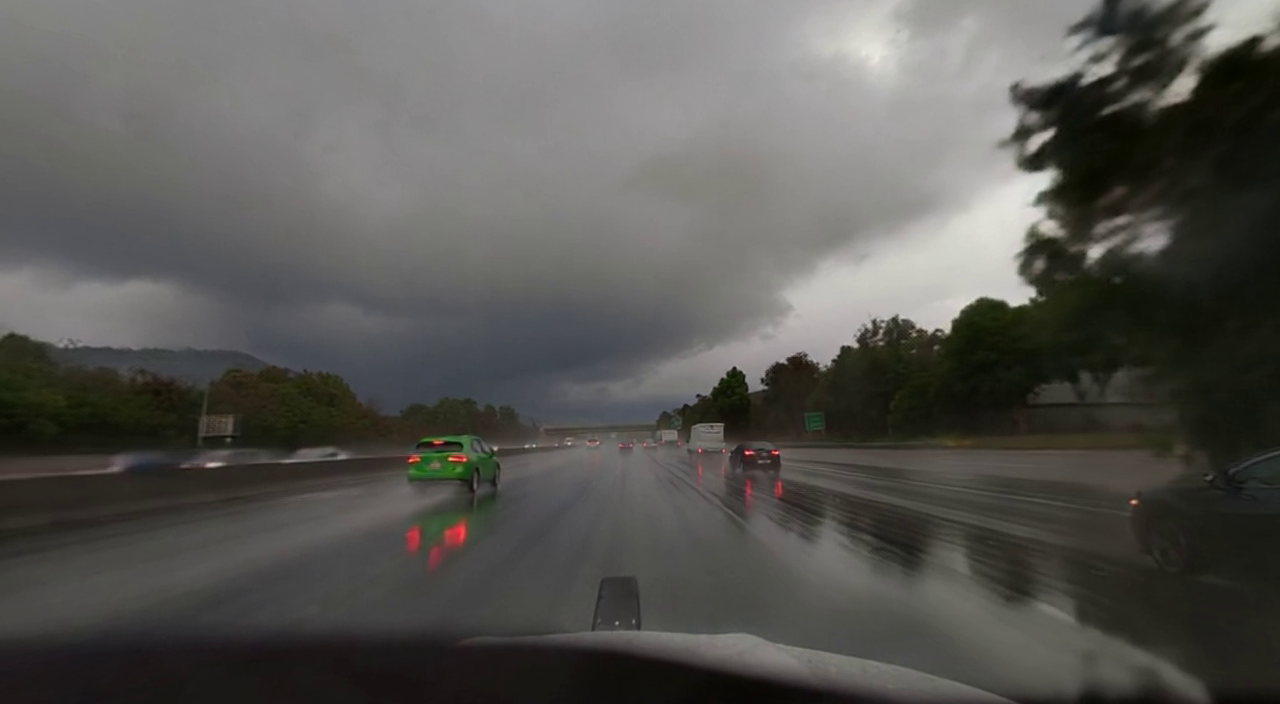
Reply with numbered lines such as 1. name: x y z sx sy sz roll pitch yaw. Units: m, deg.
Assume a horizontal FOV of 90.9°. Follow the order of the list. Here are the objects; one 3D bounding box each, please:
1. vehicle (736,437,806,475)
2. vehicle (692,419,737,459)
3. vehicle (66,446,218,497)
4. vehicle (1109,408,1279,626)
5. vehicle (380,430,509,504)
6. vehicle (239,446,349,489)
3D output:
1. vehicle: 5.297 4.252 25.982 1.920 1.436 3.890 0 -8 -2
2. vehicle: 5.702 6.779 49.032 2.588 2.910 5.511 0 -8 -2
3. vehicle: -16.747 4.000 21.493 1.846 1.516 4.152 0 -8 -2
4. vehicle: 5.422 1.047 3.717 2.028 1.488 4.236 0 -8 0
5. vehicle: -4.643 2.767 15.590 1.966 1.570 3.859 0 -8 0
6. vehicle: -12.901 4.295 23.852 1.796 1.429 4.203 0 -8 0
